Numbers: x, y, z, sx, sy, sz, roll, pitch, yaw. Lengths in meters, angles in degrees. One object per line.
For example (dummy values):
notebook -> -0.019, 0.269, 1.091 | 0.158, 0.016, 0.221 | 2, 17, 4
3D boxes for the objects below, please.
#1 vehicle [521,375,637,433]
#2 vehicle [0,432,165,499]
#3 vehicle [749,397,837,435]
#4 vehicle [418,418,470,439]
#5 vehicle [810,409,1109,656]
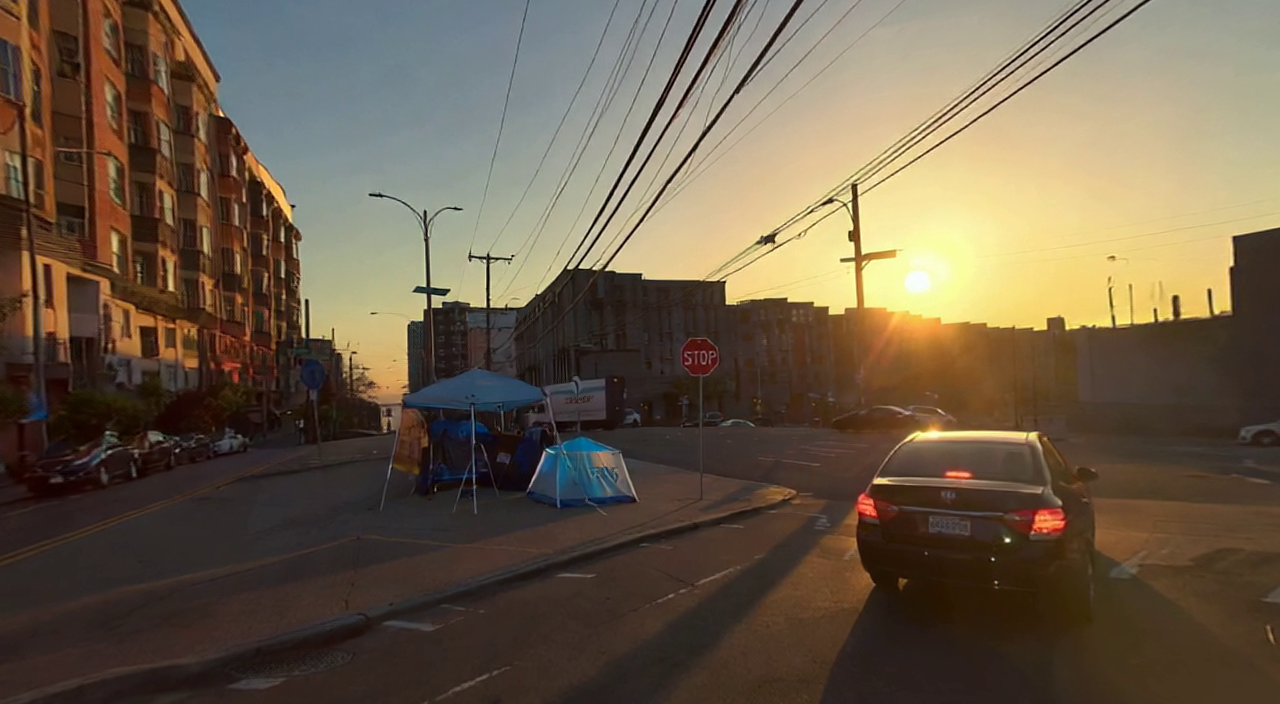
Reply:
vehicle -> -3.688, 3.202, 37.143 | 7.172, 3.075, 2.584 | -7, -10, 41
vehicle -> -17.180, 3.471, 19.856 | 2.054, 1.800, 5.212 | 3, -9, -20
vehicle -> 8.189, 3.523, 34.078 | 1.805, 1.694, 4.214 | 11, -15, -44
vehicle -> -15.328, 6.010, 49.346 | 2.089, 1.506, 4.641 | 7, -11, -41
vehicle -> 3.407, 1.547, 6.594 | 1.945, 1.647, 4.160 | -5, -10, 32
